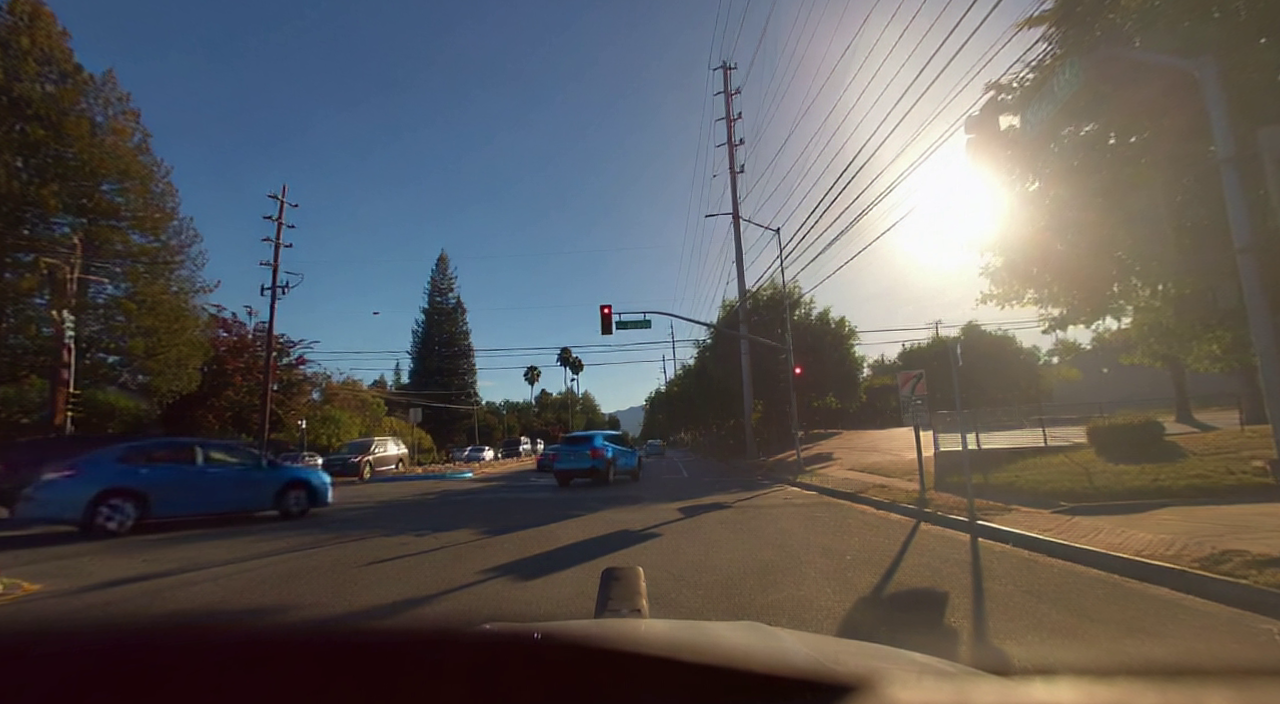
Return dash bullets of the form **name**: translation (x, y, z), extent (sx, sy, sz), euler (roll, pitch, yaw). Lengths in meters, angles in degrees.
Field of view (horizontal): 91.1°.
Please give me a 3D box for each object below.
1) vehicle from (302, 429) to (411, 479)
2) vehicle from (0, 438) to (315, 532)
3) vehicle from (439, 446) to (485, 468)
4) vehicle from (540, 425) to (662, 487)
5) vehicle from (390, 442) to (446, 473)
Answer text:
- **vehicle**: translation (-13.121, 4.766, 29.620), extent (2.350, 2.104, 5.828), euler (0, -8, 1)
- **vehicle**: translation (-8.858, 2.365, 11.809), extent (4.529, 1.455, 2.019), euler (6, -10, -35)
- **vehicle**: translation (-12.671, 7.486, 44.911), extent (1.841, 1.477, 4.485), euler (0, -8, 1)
- **vehicle**: translation (-1.225, 3.805, 23.378), extent (2.137, 1.986, 5.930), euler (-4, -9, 22)
- **vehicle**: translation (-13.229, 6.303, 37.627), extent (1.772, 1.647, 4.221), euler (-4, -9, 0)
